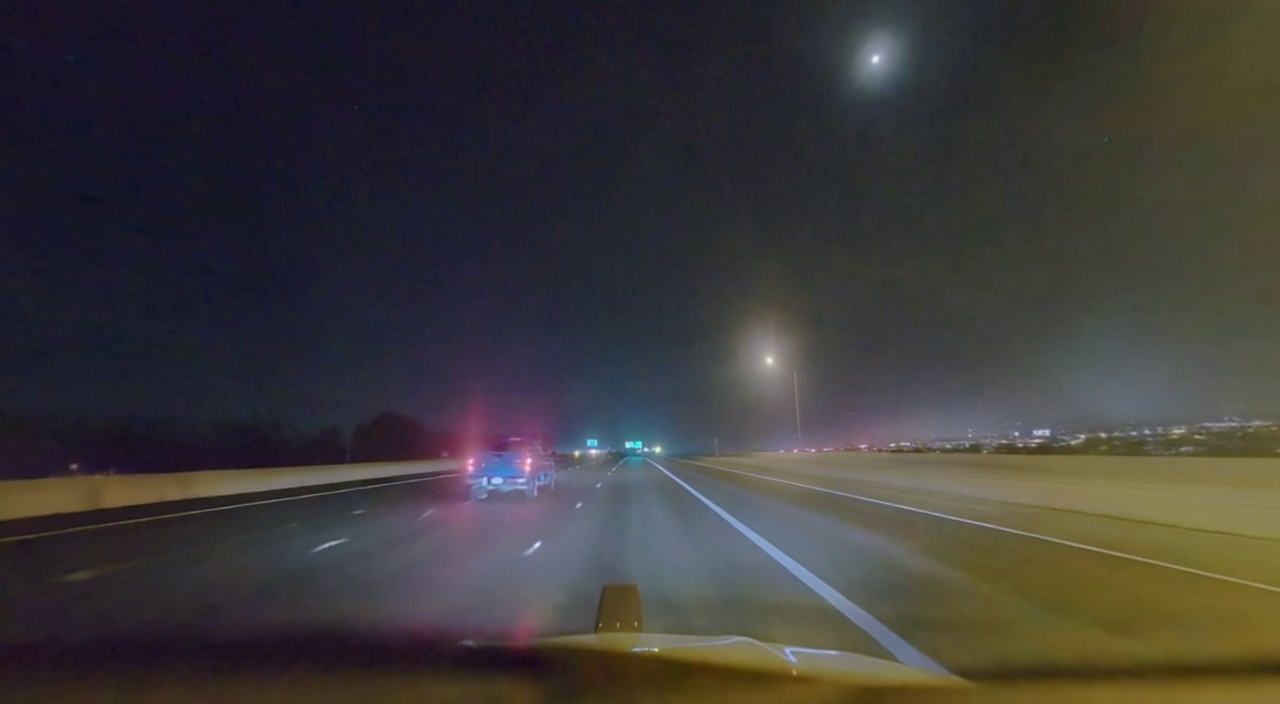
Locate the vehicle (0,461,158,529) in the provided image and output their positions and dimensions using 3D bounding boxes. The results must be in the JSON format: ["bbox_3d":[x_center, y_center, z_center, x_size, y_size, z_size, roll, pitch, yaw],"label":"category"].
[{"bbox_3d":[-15.859,3.784,17.135,1.827,1.466,4.553,0,-9,-1],"label":"vehicle"}]

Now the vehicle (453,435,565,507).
[{"bbox_3d":[-3.440,3.236,17.523,2.152,1.717,4.423,-1,-9,0],"label":"vehicle"}]
